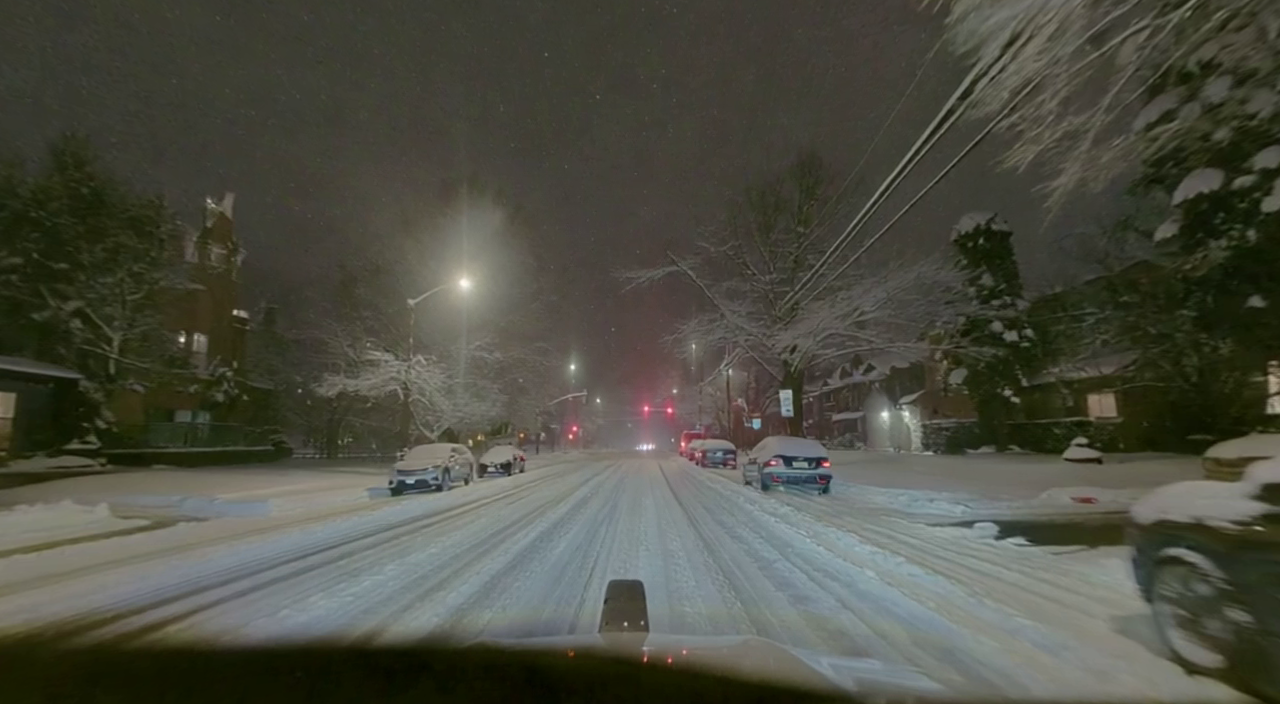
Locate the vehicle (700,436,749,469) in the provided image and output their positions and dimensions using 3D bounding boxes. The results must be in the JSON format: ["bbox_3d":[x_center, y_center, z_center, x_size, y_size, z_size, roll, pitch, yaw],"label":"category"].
[{"bbox_3d":[5.013,6.066,38.253,2.279,1.829,4.859,0,-8,0],"label":"vehicle"}]

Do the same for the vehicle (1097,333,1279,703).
[{"bbox_3d":[4.549,0.702,1.879,2.355,2.013,5.291,0,-8,0],"label":"vehicle"}]

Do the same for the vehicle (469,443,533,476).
[{"bbox_3d":[-6.856,5.327,31.549,2.041,1.489,4.439,-1,-8,2],"label":"vehicle"}]

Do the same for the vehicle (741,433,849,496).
[{"bbox_3d":[4.666,3.476,19.878,2.118,1.701,5.067,0,-8,0],"label":"vehicle"}]

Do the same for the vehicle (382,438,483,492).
[{"bbox_3d":[-7.258,3.956,22.537,1.985,1.714,4.395,-1,-8,2],"label":"vehicle"}]
